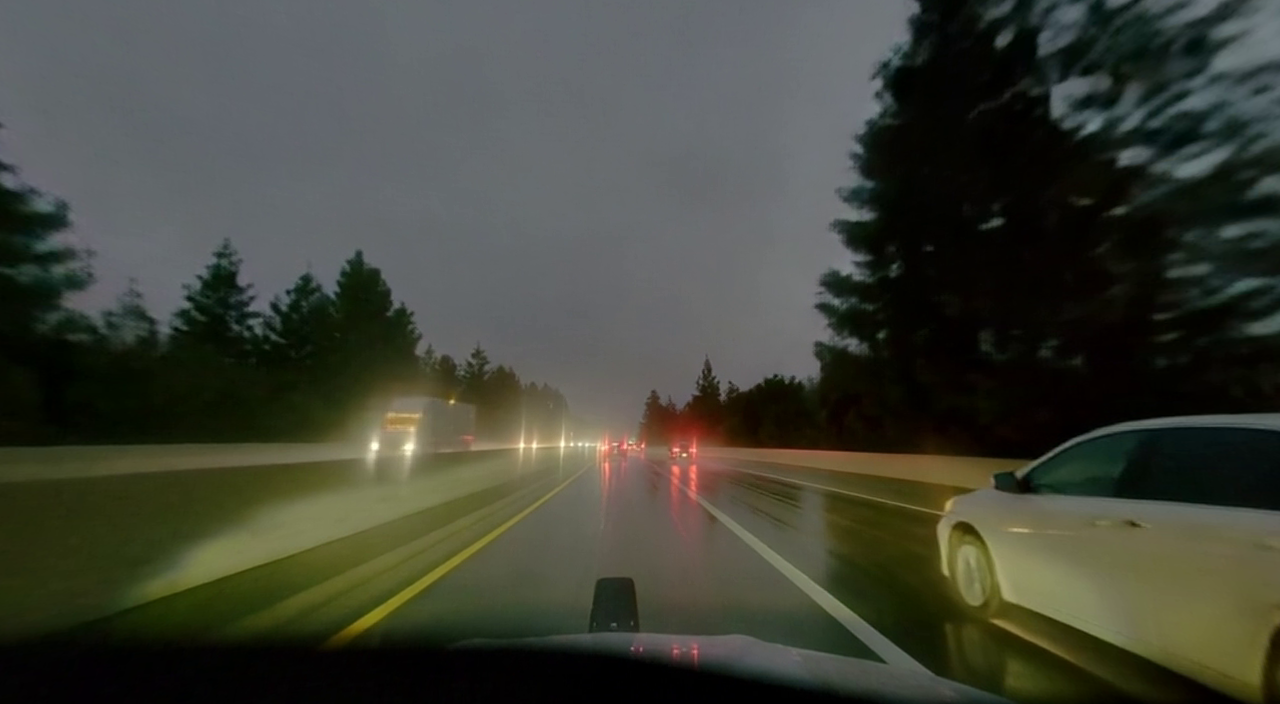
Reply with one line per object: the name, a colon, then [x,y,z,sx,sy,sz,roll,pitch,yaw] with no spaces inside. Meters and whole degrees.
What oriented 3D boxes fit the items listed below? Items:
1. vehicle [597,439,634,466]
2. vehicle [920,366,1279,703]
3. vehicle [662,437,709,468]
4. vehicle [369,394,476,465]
vehicle: [-1.563,6.259,39.433,2.178,1.559,4.254,0,-8,-3]
vehicle: [3.379,0.874,2.602,2.055,1.566,5.046,0,-8,-1]
vehicle: [2.394,5.431,34.104,2.146,1.546,3.796,0,-8,-1]
vehicle: [-12.420,4.653,37.039,3.188,3.647,8.856,0,-8,-1]
